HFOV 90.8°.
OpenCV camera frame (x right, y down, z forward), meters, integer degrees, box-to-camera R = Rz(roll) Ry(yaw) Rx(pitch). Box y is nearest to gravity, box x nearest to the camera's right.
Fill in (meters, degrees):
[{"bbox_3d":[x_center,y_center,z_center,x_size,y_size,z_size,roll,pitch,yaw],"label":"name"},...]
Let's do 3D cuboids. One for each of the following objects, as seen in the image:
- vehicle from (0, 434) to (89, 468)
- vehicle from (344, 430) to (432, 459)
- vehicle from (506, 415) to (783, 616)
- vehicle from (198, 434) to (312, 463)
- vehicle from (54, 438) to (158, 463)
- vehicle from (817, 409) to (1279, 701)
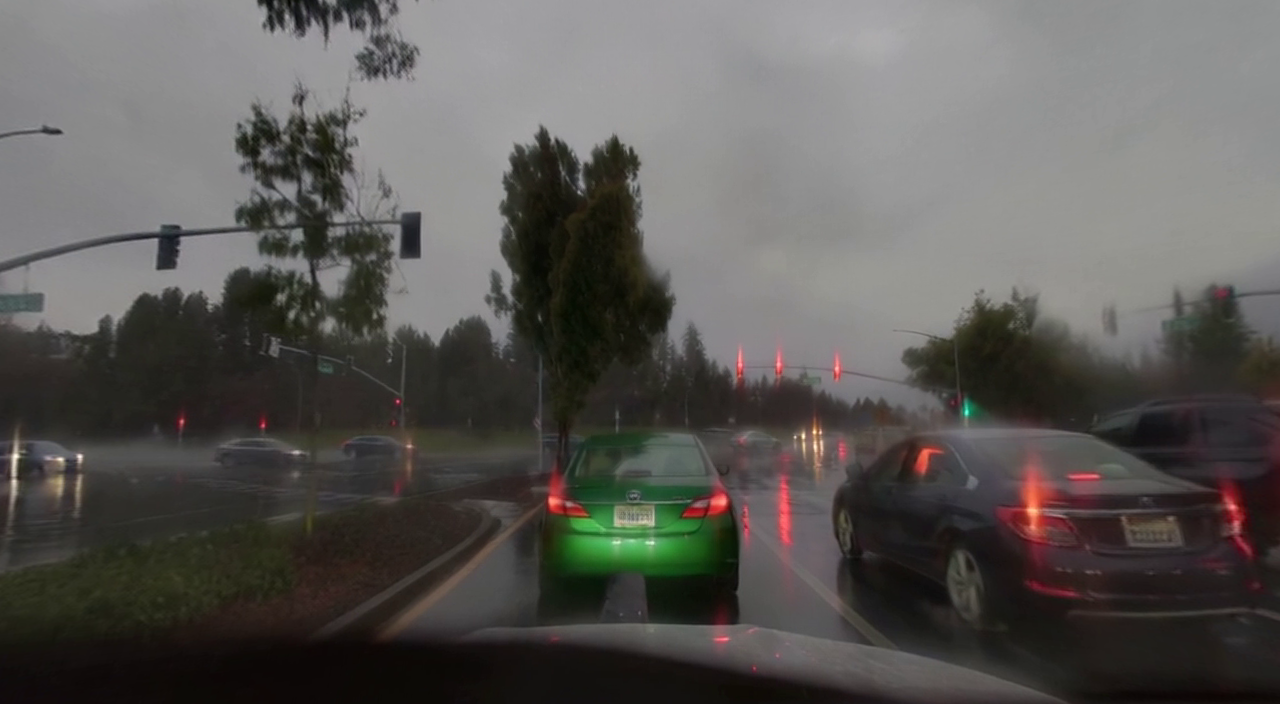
[{"bbox_3d":[-30.497,4.927,31.471,4.517,1.637,1.935,-1,-9,7],"label":"vehicle"},{"bbox_3d":[-15.173,5.605,38.239,4.526,1.649,1.920,1,-9,-5],"label":"vehicle"},{"bbox_3d":[0.038,1.516,6.787,2.026,1.458,4.175,0,-9,0],"label":"vehicle"},{"bbox_3d":[-20.672,5.206,34.053,4.869,1.502,1.979,0,-8,3],"label":"vehicle"},{"bbox_3d":[-32.456,6.013,38.469,4.828,1.467,1.963,-1,-9,7],"label":"vehicle"},{"bbox_3d":[3.096,1.363,5.478,1.861,1.479,4.371,0,-8,0],"label":"vehicle"}]
